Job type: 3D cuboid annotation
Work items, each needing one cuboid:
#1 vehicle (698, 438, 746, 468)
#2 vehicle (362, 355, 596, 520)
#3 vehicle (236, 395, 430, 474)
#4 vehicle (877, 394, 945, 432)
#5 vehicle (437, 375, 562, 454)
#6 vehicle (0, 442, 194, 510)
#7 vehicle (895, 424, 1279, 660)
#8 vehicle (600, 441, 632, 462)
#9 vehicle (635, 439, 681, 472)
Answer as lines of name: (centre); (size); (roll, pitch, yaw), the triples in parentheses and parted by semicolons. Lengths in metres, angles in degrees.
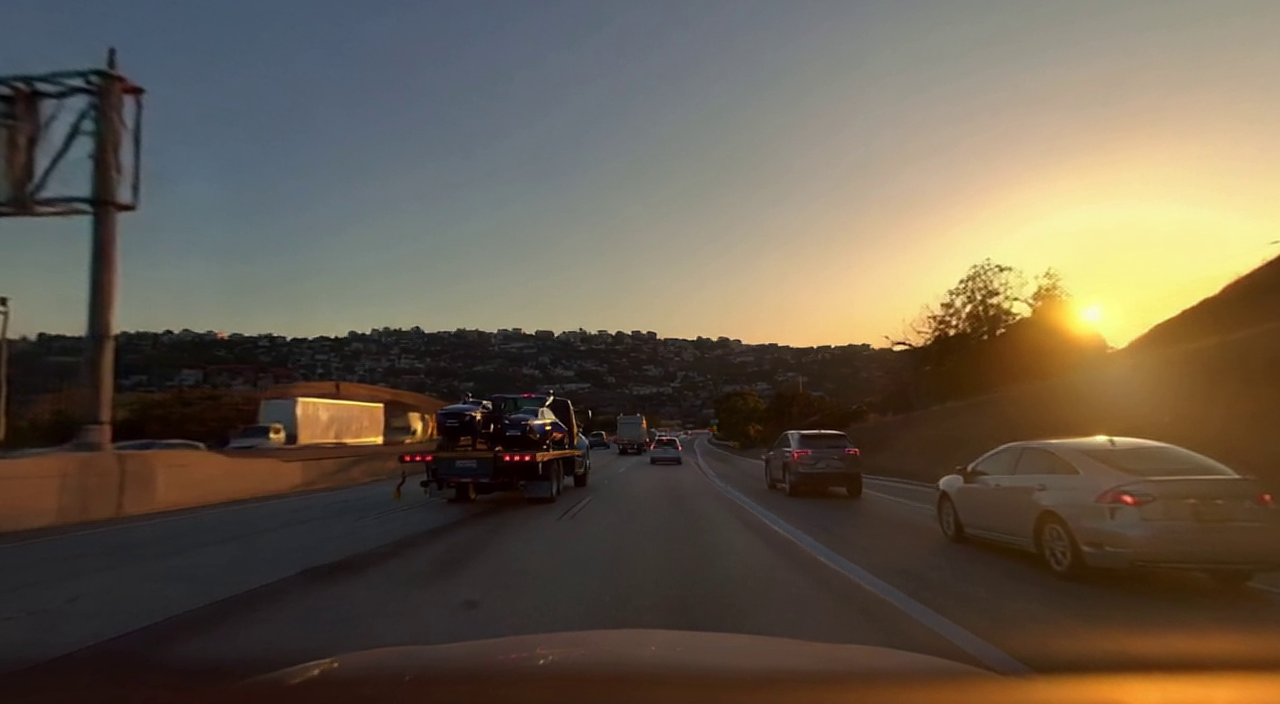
vehicle: (4.732, 5.879, 36.991); (2.075, 1.614, 4.682); (0, -8, -1)
vehicle: (-3.240, 2.270, 16.506); (3.162, 2.955, 10.282); (0, -8, 2)
vehicle: (-16.086, 4.700, 35.268); (3.195, 3.540, 13.835); (-1, -8, 4)
vehicle: (19.750, 4.532, 46.281); (2.433, 2.488, 4.939); (1, -8, -5)
vehicle: (-3.257, 1.660, 15.696); (1.893, 1.674, 4.766); (0, -8, 2)
vehicle: (-13.386, 2.988, 15.709); (1.824, 1.475, 3.671); (0, -8, 0)
vehicle: (4.529, 1.528, 6.248); (2.040, 1.481, 4.260); (0, -8, -3)
vehicle: (-1.760, 7.374, 46.832); (2.016, 1.450, 4.310); (0, -8, 3)
vehicle: (0.863, 4.946, 30.367); (2.079, 1.499, 3.915); (0, -8, 1)
